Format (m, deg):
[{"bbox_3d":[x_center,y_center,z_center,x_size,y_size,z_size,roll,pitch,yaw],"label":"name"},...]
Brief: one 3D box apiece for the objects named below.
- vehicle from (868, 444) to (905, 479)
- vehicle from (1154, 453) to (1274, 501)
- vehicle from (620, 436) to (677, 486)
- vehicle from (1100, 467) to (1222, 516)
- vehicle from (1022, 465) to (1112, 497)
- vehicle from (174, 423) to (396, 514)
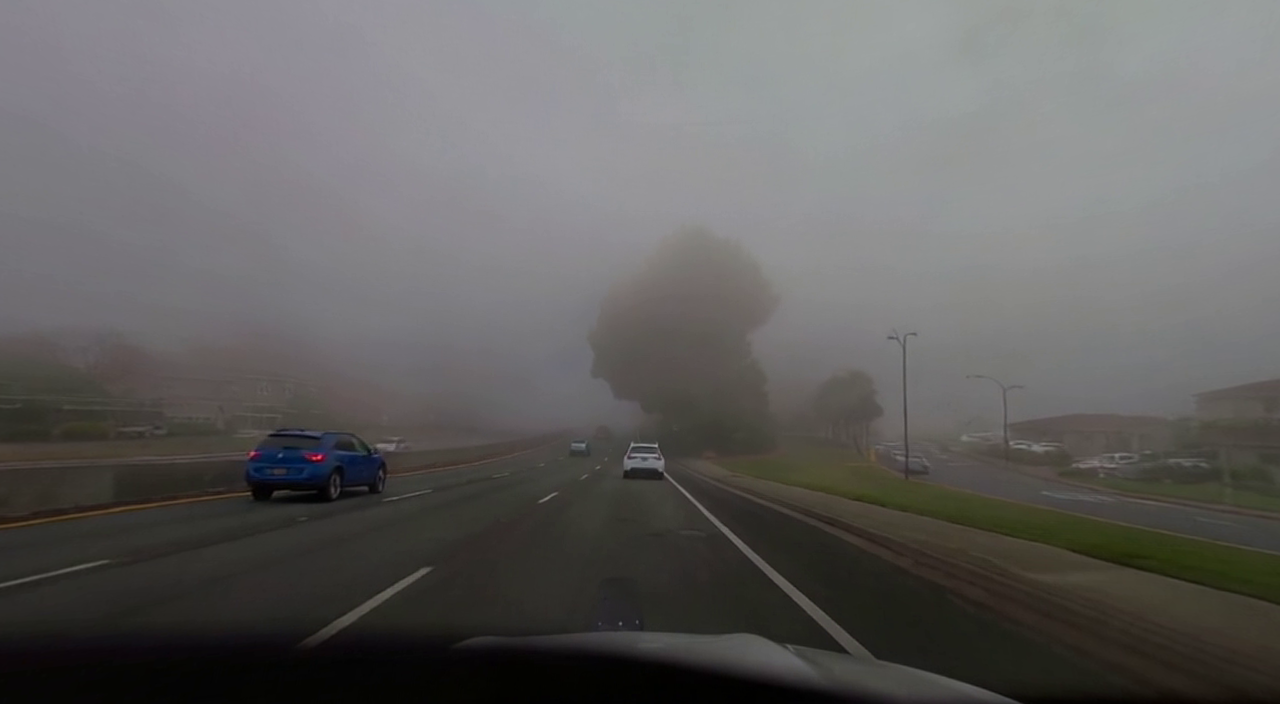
[{"bbox_3d":[17.883,7.915,46.030,1.849,1.958,4.453,-2,-3,13],"label":"vehicle"},{"bbox_3d":[34.322,7.426,37.959,4.850,1.840,1.939,5,1,22],"label":"vehicle"},{"bbox_3d":[0.333,4.393,25.785,2.125,1.830,4.370,0,-9,0],"label":"vehicle"},{"bbox_3d":[26.148,6.957,31.941,1.975,1.950,4.526,0,-7,-5],"label":"vehicle"},{"bbox_3d":[25.588,7.738,38.074,1.862,1.481,4.503,0,-7,-9],"label":"vehicle"},{"bbox_3d":[-7.471,2.512,14.116,1.997,1.650,5.090,0,-9,0],"label":"vehicle"}]
